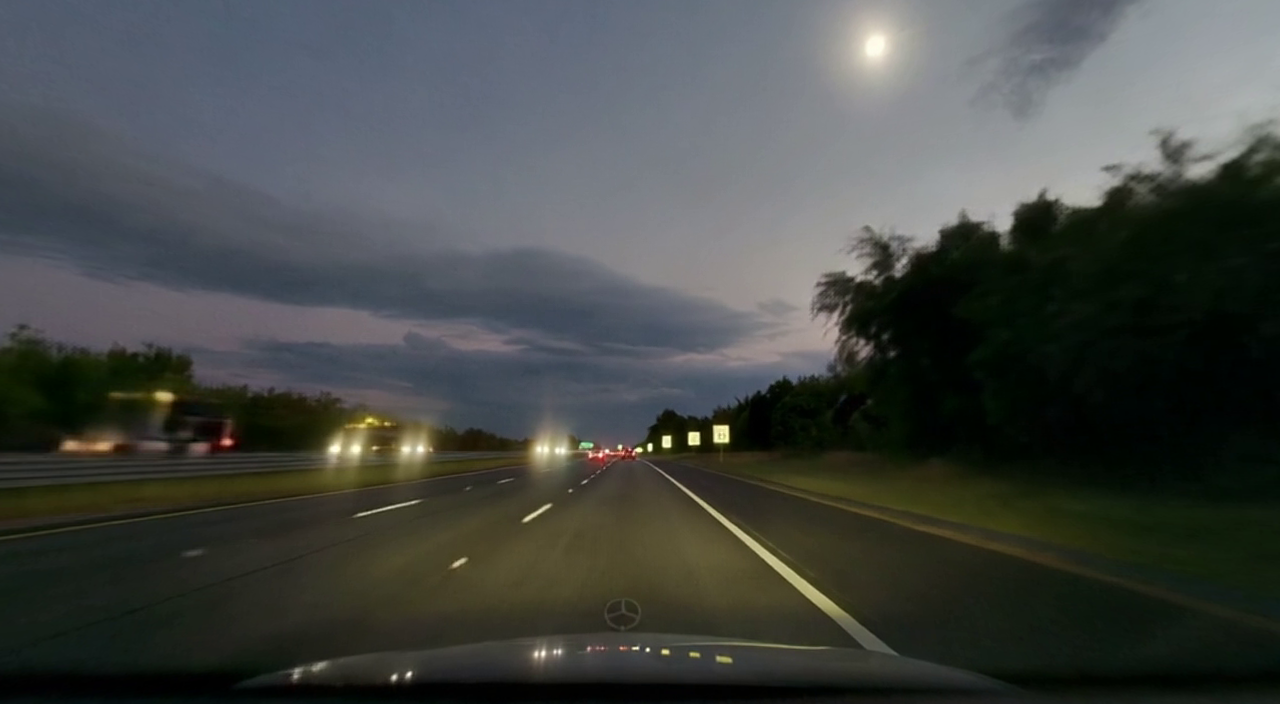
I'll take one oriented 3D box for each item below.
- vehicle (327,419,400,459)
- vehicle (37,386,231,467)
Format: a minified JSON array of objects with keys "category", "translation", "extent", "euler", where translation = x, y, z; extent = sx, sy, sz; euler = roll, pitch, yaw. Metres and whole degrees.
[{"category":"vehicle","translation":[-19.767,6.344,45.501],"extent":[2.337,2.638,6.419],"euler":[0,-9,-1]},{"category":"vehicle","translation":[-23.439,3.674,29.994],"extent":[2.632,3.352,7.766],"euler":[0,-9,0]}]
